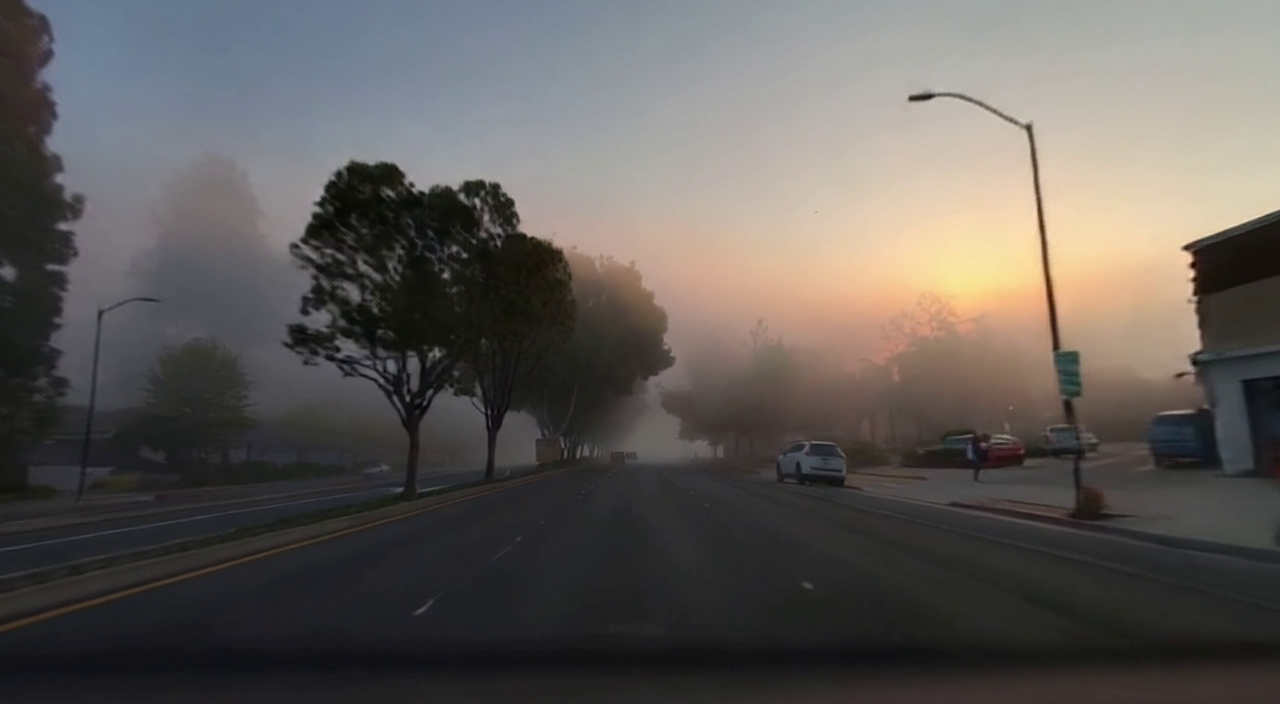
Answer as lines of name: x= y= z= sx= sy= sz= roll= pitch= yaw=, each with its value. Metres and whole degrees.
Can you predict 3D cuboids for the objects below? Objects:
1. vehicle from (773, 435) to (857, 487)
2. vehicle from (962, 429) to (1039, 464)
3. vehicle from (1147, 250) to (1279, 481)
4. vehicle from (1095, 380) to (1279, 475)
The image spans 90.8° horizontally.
vehicle: x=7.010 y=4.415 z=25.853 sx=1.954 sy=1.907 sz=4.736 roll=0 pitch=-9 yaw=-1
vehicle: x=14.409 y=3.776 z=25.210 sx=3.386 sy=1.301 sz=0.852 roll=5 pitch=-10 yaw=-27
vehicle: x=24.049 y=-0.236 z=16.291 sx=16.415 sy=6.611 sz=1.394 roll=-7 pitch=-11 yaw=26
vehicle: x=13.904 y=1.723 z=13.681 sx=6.592 sy=1.676 sz=4.007 roll=5 pitch=-10 yaw=-29
